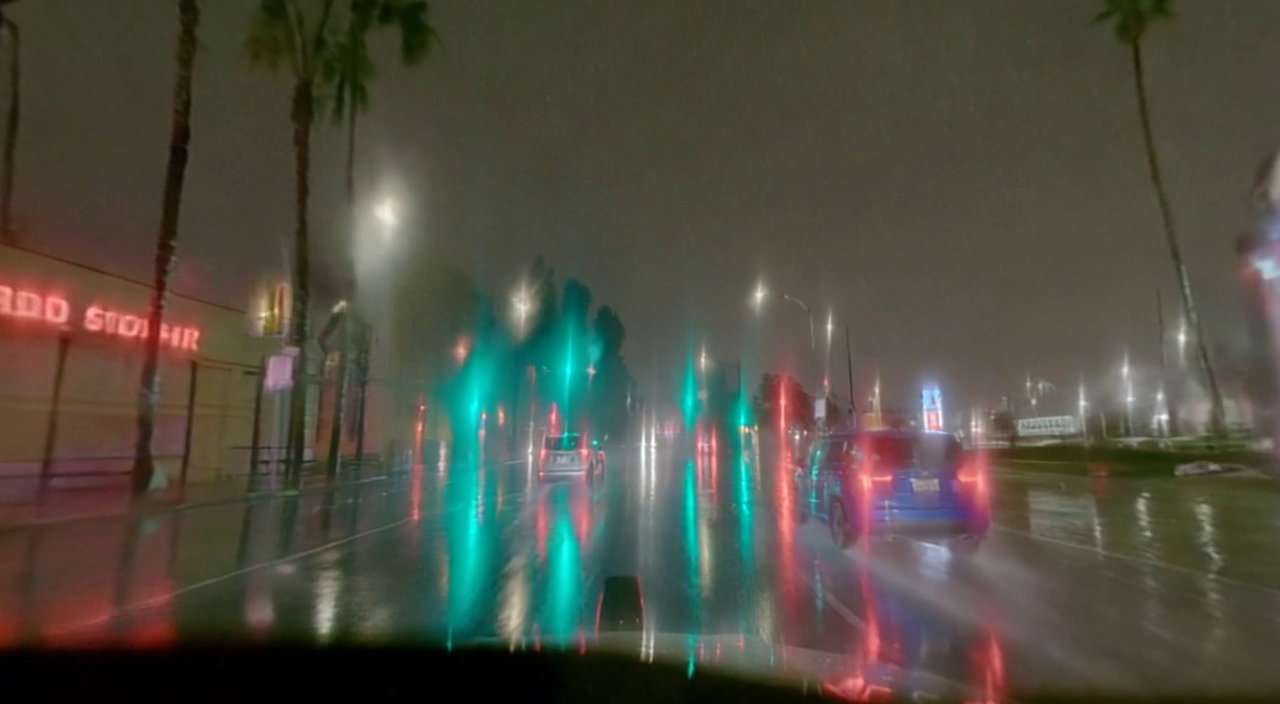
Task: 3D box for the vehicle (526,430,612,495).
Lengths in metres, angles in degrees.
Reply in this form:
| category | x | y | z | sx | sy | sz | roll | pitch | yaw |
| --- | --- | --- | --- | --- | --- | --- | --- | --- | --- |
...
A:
| category | x | y | z | sx | sy | sz | roll | pitch | yaw |
| --- | --- | --- | --- | --- | --- | --- | --- | --- | --- |
| vehicle | -1.940 | 3.210 | 18.703 | 2.063 | 1.664 | 4.471 | 0 | -8 | -1 |

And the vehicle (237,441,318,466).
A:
| category | x | y | z | sx | sy | sz | roll | pitch | yaw |
| --- | --- | --- | --- | --- | --- | --- | --- | --- | --- |
| vehicle | -26.835 | 7.547 | 46.943 | 4.683 | 1.748 | 2.076 | 0 | -8 | -2 |

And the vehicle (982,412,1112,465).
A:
| category | x | y | z | sx | sy | sz | roll | pitch | yaw |
| --- | --- | --- | --- | --- | --- | --- | --- | --- | --- |
| vehicle | 17.065 | 3.611 | 26.391 | 5.652 | 1.992 | 2.202 | 5 | -10 | -32 |

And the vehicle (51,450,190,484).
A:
| category | x | y | z | sx | sy | sz | roll | pitch | yaw |
| --- | --- | --- | --- | --- | --- | --- | --- | --- | --- |
| vehicle | -24.765 | 5.466 | 30.362 | 1.800 | 1.462 | 4.752 | -4 | -9 | 21 |

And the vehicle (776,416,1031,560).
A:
| category | x | y | z | sx | sy | sz | roll | pitch | yaw |
| --- | --- | --- | --- | --- | --- | --- | --- | --- | --- |
| vehicle | 3.555 | 1.914 | 9.617 | 1.983 | 1.654 | 4.354 | 0 | -8 | 0 |

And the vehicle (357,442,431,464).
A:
| category | x | y | z | sx | sy | sz | roll | pitch | yaw |
| --- | --- | --- | --- | --- | --- | --- | --- | --- | --- |
| vehicle | -18.645 | 7.662 | 48.050 | 4.834 | 1.589 | 1.907 | 0 | -8 | -5 |
